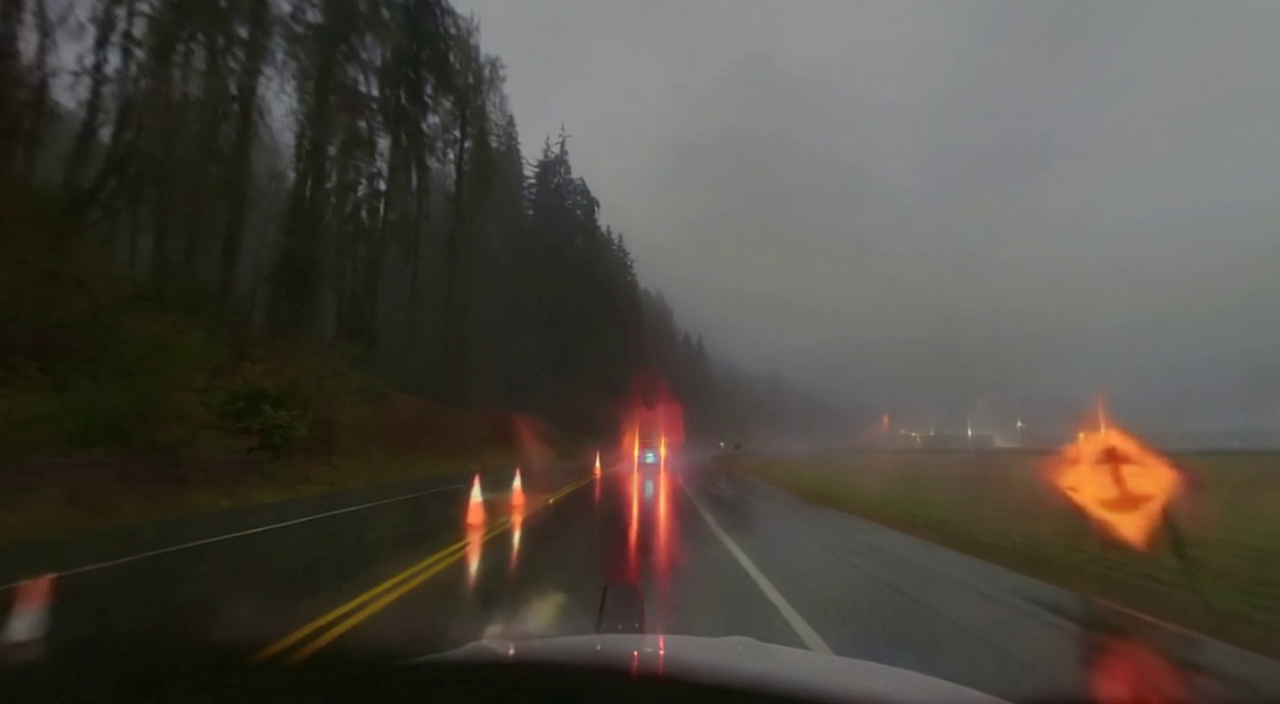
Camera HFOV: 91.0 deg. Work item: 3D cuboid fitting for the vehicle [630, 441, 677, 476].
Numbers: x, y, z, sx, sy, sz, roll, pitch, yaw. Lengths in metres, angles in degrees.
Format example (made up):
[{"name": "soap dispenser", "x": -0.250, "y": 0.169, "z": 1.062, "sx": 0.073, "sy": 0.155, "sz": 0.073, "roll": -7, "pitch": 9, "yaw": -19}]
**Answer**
[{"name": "vehicle", "x": 0.643, "y": 4.910, "z": 29.129, "sx": 2.042, "sy": 1.489, "sz": 3.963, "roll": 0, "pitch": -9, "yaw": 2}]
